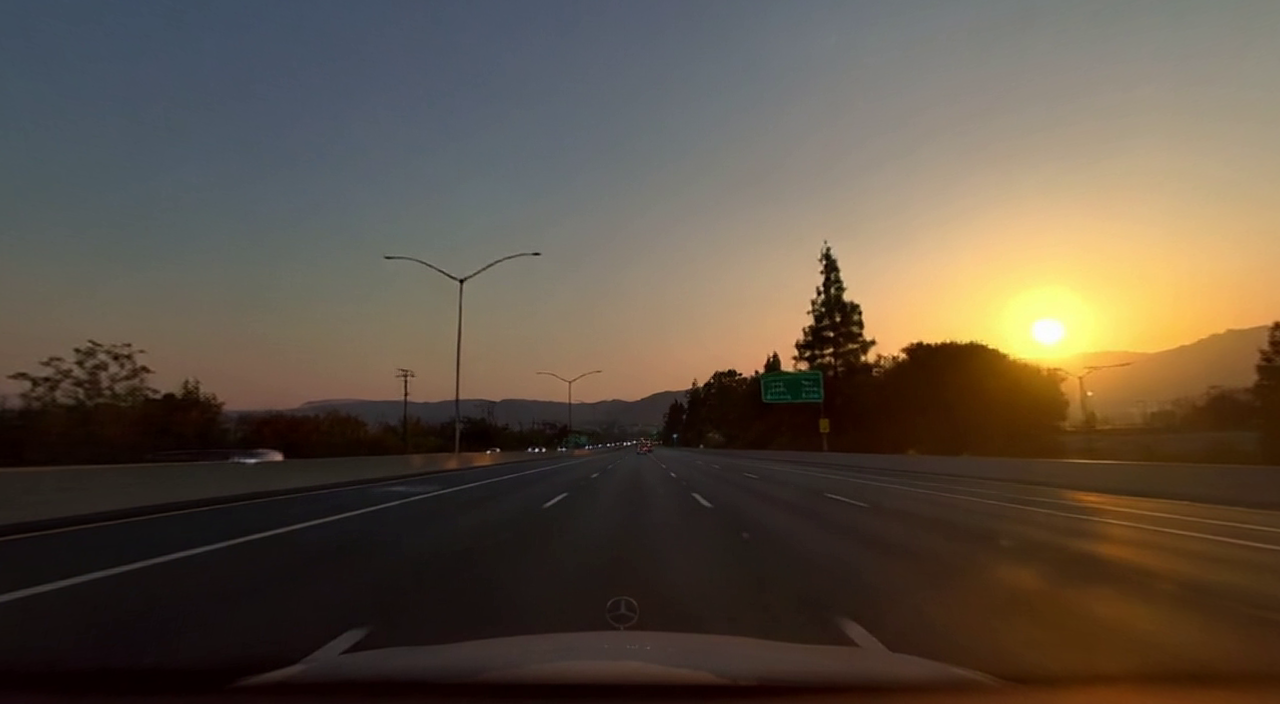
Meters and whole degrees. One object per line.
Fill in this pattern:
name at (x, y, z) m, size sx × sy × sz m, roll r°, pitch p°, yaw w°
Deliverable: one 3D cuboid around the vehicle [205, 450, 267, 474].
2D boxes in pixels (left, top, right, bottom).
vehicle at (-25.606, 6.958, 40.058) m, size 1.575 × 1.431 × 3.580 m, roll 0°, pitch -9°, yaw -1°
